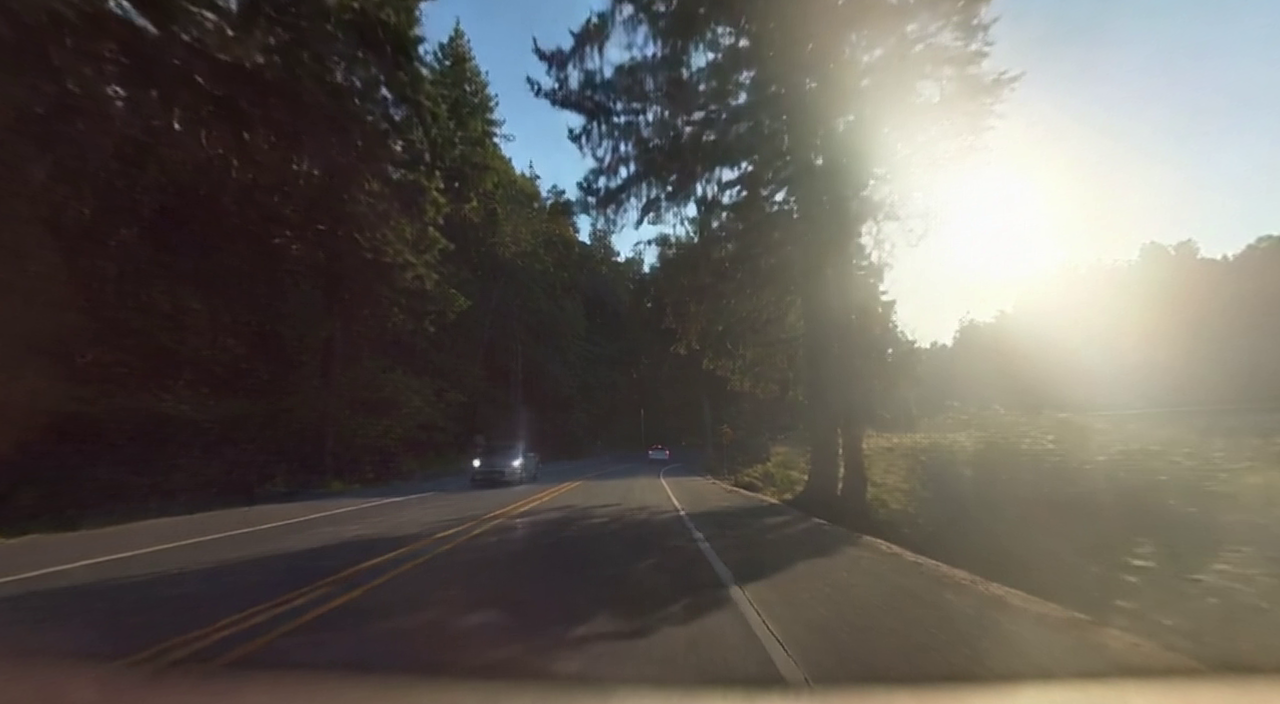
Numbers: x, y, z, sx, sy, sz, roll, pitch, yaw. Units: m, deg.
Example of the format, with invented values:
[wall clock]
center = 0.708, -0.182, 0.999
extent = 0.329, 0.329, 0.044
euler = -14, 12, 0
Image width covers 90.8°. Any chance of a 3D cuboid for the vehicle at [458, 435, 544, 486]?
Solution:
[vehicle]
center = -5.066, 4.015, 23.669
extent = 2.140, 1.727, 4.202
euler = 0, -9, 2
